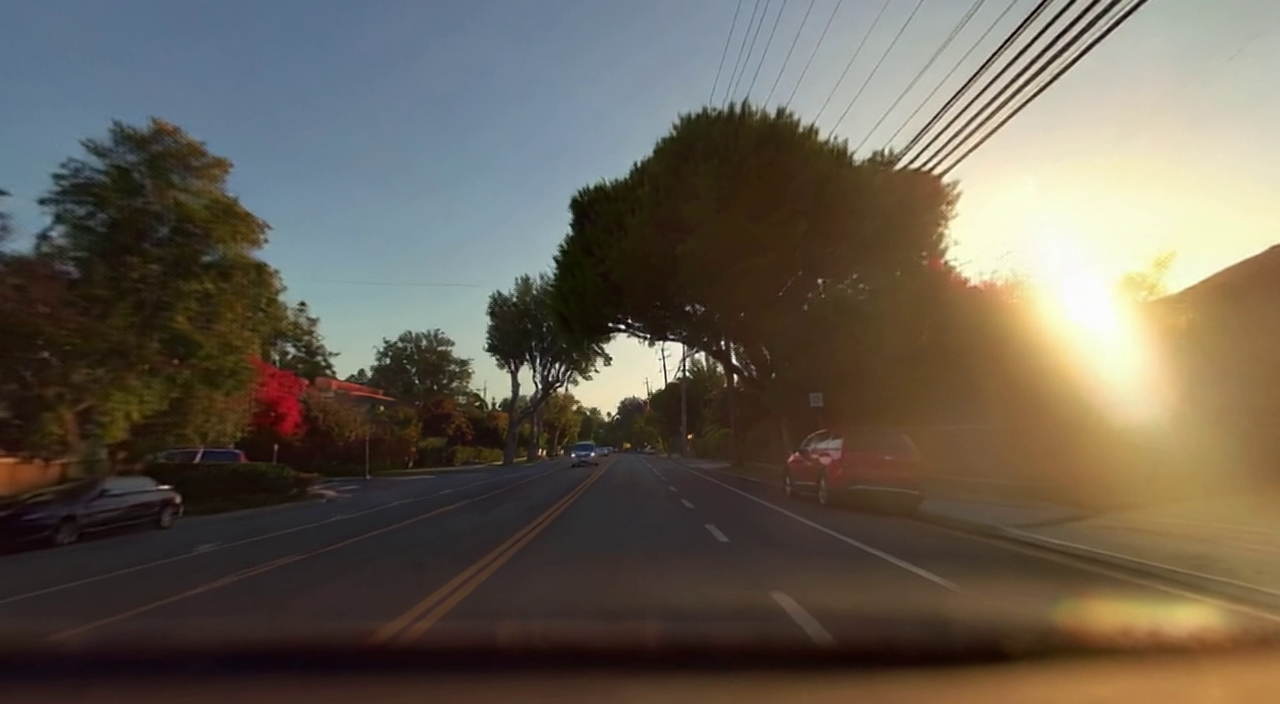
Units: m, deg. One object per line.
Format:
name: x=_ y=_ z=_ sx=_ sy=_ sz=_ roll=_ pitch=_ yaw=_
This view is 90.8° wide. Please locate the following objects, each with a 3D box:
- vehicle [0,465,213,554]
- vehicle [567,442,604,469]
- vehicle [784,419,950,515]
vehicle: x=-13.197 y=3.712 z=15.513 sx=2.106 sy=1.606 sz=4.804 roll=-2 pitch=-8 yaw=0
vehicle: x=-4.084 y=7.861 z=48.132 sx=2.357 sy=1.893 sz=5.084 roll=0 pitch=-9 yaw=0
vehicle: x=5.419 y=2.846 z=16.143 sx=2.238 sy=1.995 sz=5.491 roll=0 pitch=-9 yaw=1
